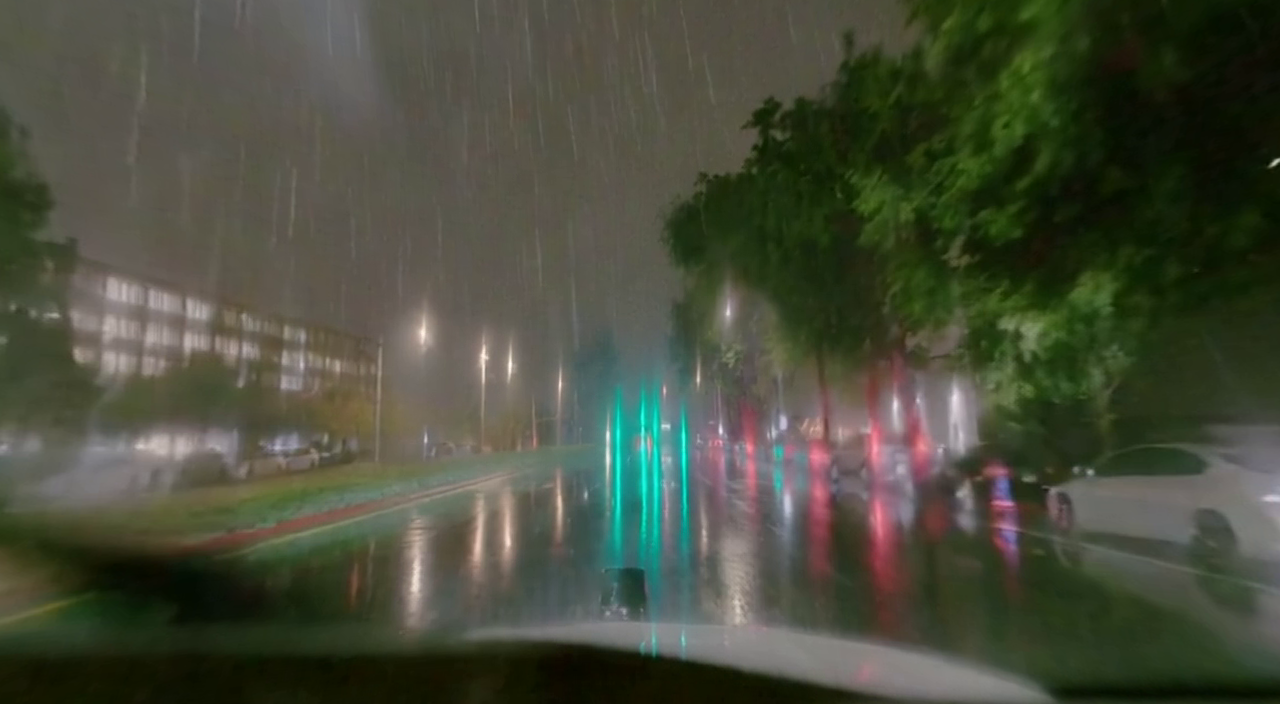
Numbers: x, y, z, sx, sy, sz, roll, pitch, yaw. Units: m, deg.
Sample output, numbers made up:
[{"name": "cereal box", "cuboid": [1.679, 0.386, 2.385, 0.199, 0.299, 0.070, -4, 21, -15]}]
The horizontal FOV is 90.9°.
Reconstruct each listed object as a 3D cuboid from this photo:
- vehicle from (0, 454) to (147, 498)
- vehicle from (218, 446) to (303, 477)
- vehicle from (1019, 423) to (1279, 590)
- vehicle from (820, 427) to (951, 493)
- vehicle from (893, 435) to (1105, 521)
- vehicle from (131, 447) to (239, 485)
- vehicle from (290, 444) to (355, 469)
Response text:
[{"name": "vehicle", "cuboid": [-22.021, 4.749, 24.570, 1.795, 1.415, 4.664, -3, -8, 1]}, {"name": "vehicle", "cuboid": [-21.785, 6.273, 36.472, 1.827, 1.518, 4.870, -3, -8, 2]}, {"name": "vehicle", "cuboid": [7.074, 1.751, 7.872, 1.964, 1.559, 4.533, 1, -8, 2]}, {"name": "vehicle", "cuboid": [7.126, 3.194, 18.993, 1.963, 1.701, 5.028, 0, -8, 1]}, {"name": "vehicle", "cuboid": [7.179, 2.532, 13.298, 1.788, 1.475, 4.493, 0, -8, -1]}, {"name": "vehicle", "cuboid": [-22.090, 5.518, 30.865, 1.990, 1.525, 4.387, -5, -8, 1]}, {"name": "vehicle", "cuboid": [-21.630, 7.131, 43.174, 1.936, 1.538, 4.777, -2, -8, 0]}]
